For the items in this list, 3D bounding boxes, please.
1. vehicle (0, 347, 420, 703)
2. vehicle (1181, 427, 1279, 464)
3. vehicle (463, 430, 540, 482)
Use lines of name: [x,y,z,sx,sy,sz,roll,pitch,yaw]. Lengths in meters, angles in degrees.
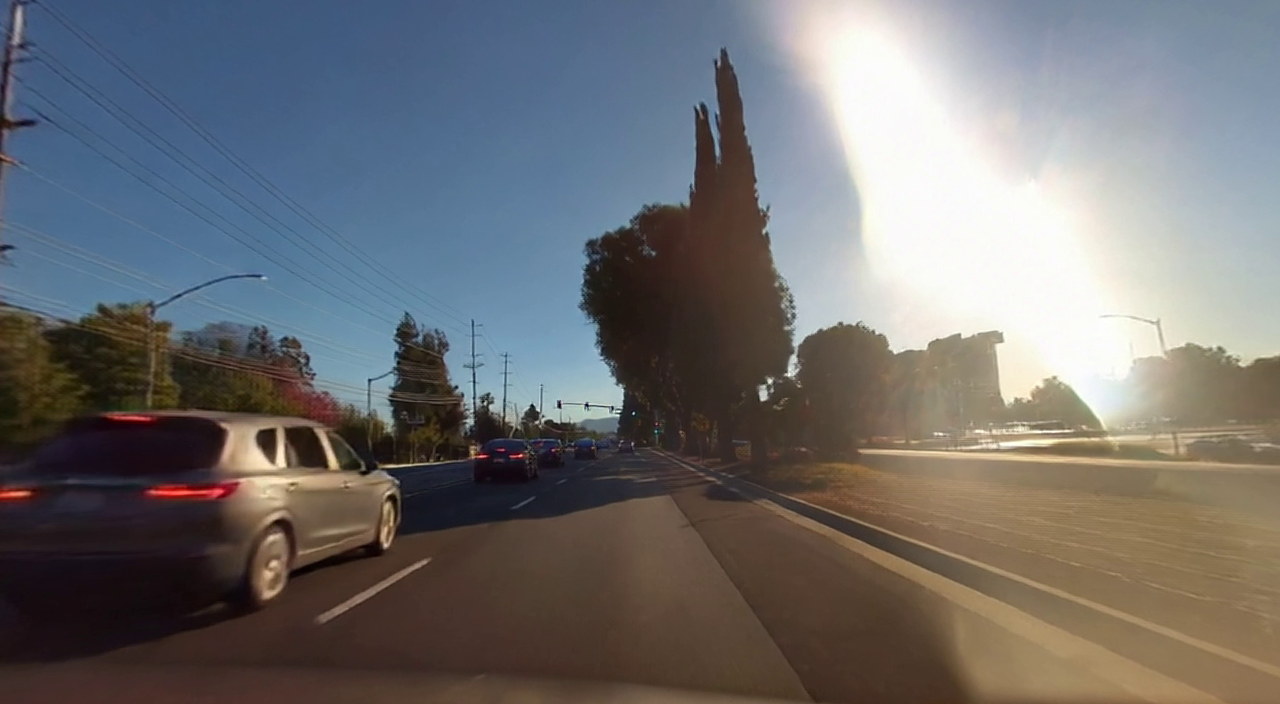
vehicle: [-3.804,1.195,5.496,2.189,1.807,4.467,0,-8,-1]
vehicle: [33.404,5.021,33.687,2.436,1.877,7.681,1,-9,1]
vehicle: [-4.848,3.707,22.776,2.041,1.698,4.094,0,-8,-3]
